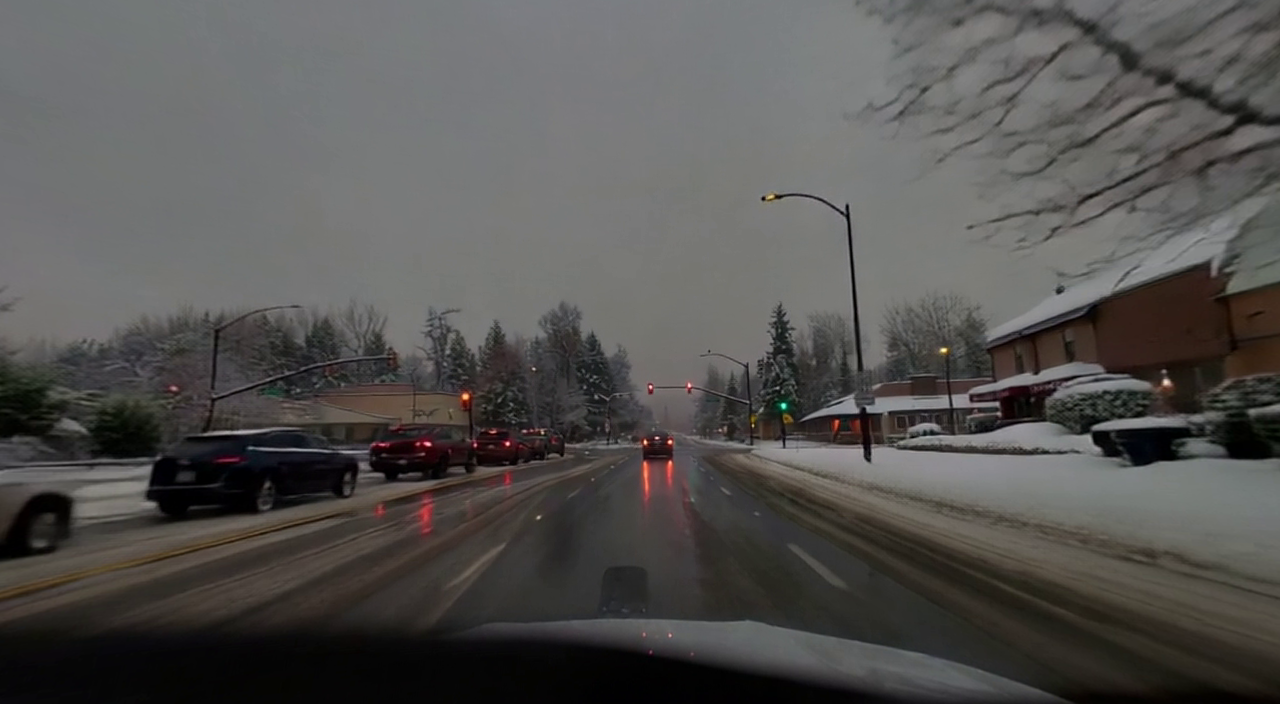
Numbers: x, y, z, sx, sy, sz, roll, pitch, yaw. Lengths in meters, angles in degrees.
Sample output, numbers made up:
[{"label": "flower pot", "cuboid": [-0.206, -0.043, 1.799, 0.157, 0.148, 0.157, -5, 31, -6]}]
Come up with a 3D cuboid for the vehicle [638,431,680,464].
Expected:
[{"label": "vehicle", "cuboid": [1.074, 5.172, 34.318, 2.197, 1.682, 3.642, 0, -8, 3]}]

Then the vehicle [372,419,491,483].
[{"label": "vehicle", "cuboid": [-6.546, 3.196, 20.509, 1.951, 1.809, 4.917, 0, -8, 3]}]

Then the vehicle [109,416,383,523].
[{"label": "vehicle", "cuboid": [-7.017, 2.138, 12.046, 2.121, 1.630, 4.642, 0, -8, 2]}]

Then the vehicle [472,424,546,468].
[{"label": "vehicle", "cuboid": [-6.027, 4.418, 29.722, 2.111, 1.864, 4.932, -1, -8, 4]}]

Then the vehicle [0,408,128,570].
[{"label": "vehicle", "cuboid": [-7.375, 1.318, 5.920, 1.870, 1.616, 3.765, 0, -8, 1]}]
